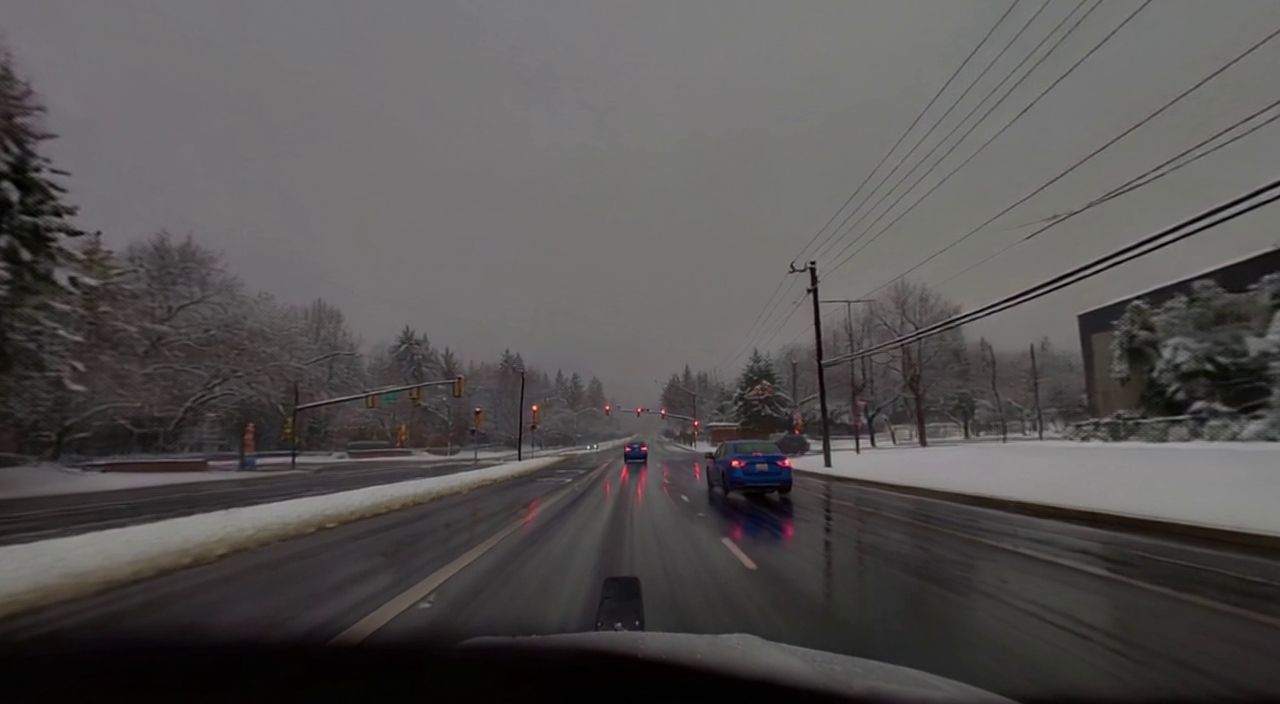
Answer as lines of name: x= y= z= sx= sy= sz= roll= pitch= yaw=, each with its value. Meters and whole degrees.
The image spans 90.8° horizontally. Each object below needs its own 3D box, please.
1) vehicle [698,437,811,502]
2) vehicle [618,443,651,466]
vehicle: x=2.793 y=2.990 z=16.473 sx=2.004 sy=1.448 sz=4.263 roll=0 pitch=-9 yaw=-2
vehicle: x=-0.367 y=6.834 z=42.214 sx=2.110 sy=1.466 sz=3.860 roll=0 pitch=-9 yaw=-1
